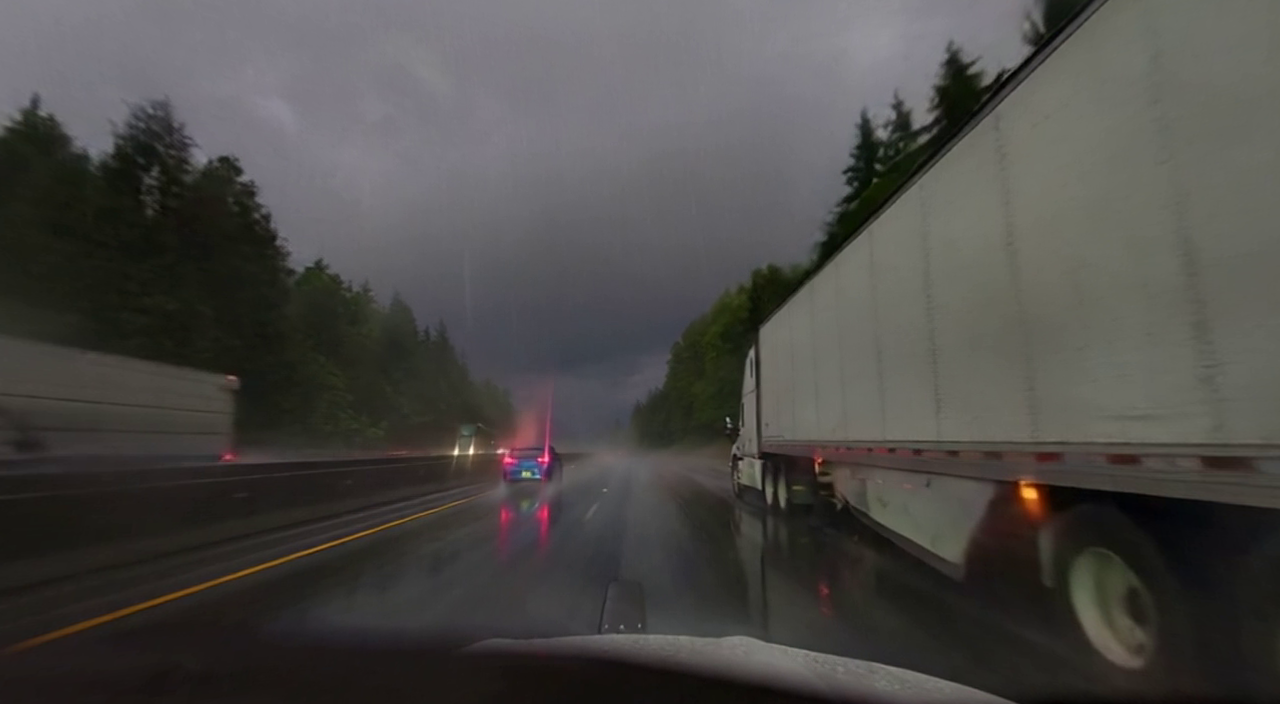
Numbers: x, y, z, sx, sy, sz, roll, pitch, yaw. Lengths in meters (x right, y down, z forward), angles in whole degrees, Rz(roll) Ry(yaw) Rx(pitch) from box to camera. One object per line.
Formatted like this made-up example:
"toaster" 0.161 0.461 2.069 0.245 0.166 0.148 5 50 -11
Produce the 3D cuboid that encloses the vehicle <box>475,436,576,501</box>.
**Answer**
"vehicle" -3.217 3.391 18.634 2.115 1.670 4.261 0 -9 1

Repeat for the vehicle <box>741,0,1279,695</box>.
"vehicle" 4.502 0.174 7.964 3.532 4.201 17.611 0 -9 0
